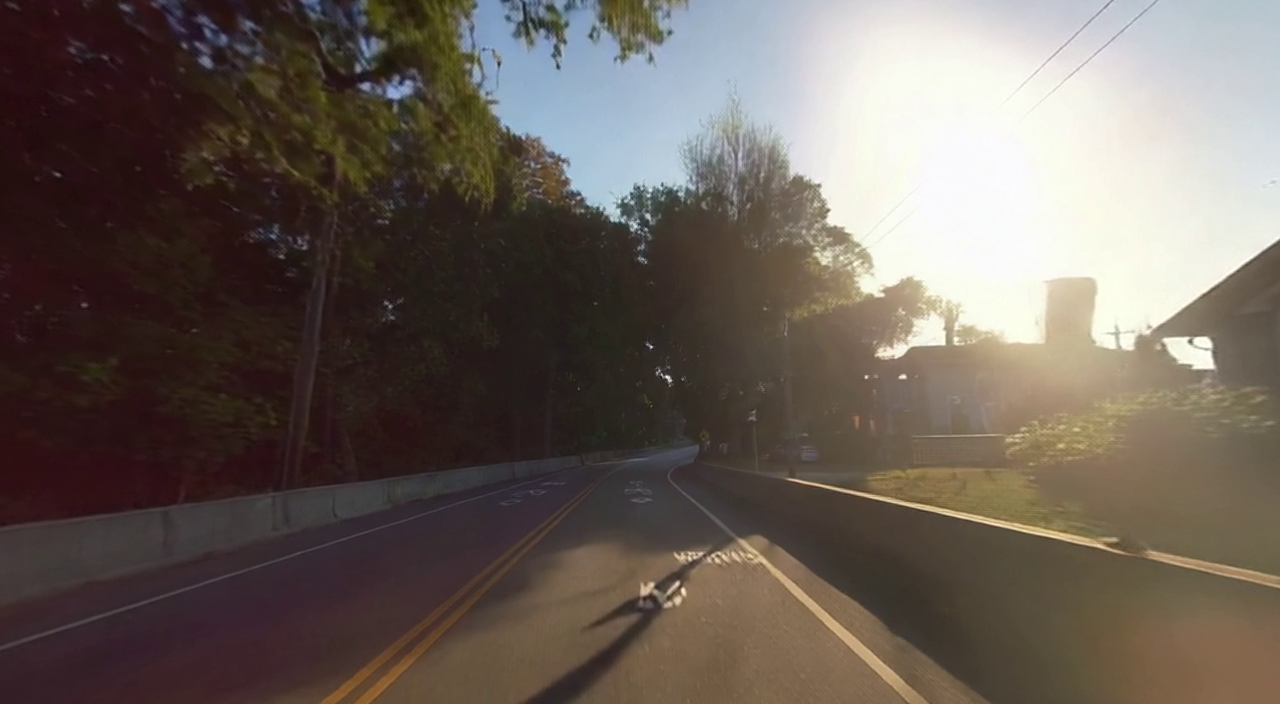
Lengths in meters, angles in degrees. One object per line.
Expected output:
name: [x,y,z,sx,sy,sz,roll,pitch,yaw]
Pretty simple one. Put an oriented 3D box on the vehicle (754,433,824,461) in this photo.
vehicle: [10.814,6.931,46.032,4.614,1.764,1.860,-3,-8,6]
